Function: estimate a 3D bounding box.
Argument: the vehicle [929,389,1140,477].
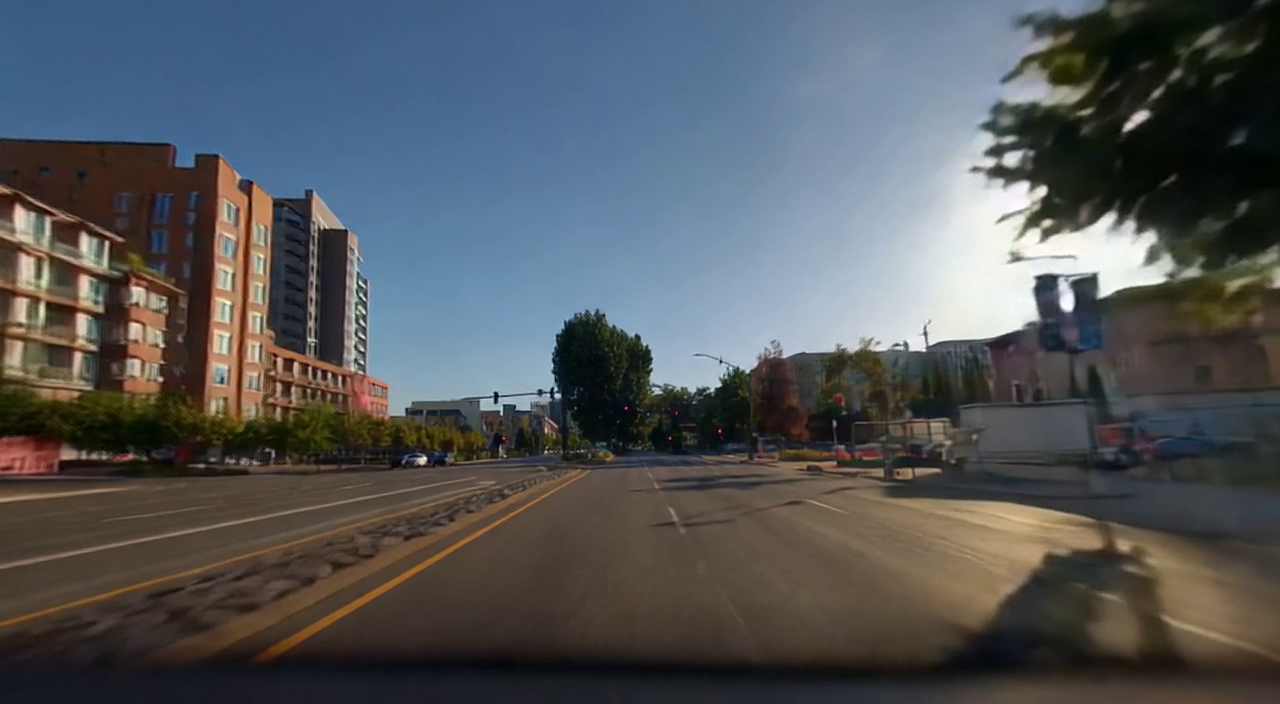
[{"bbox_3d":[16.781,3.499,27.235,7.225,3.553,2.709,0,-9,-3],"label":"vehicle"}]

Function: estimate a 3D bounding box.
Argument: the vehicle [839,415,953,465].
[{"bbox_3d":[17.634,6.145,43.938,6.639,3.312,2.759,0,-9,2],"label":"vehicle"}]
